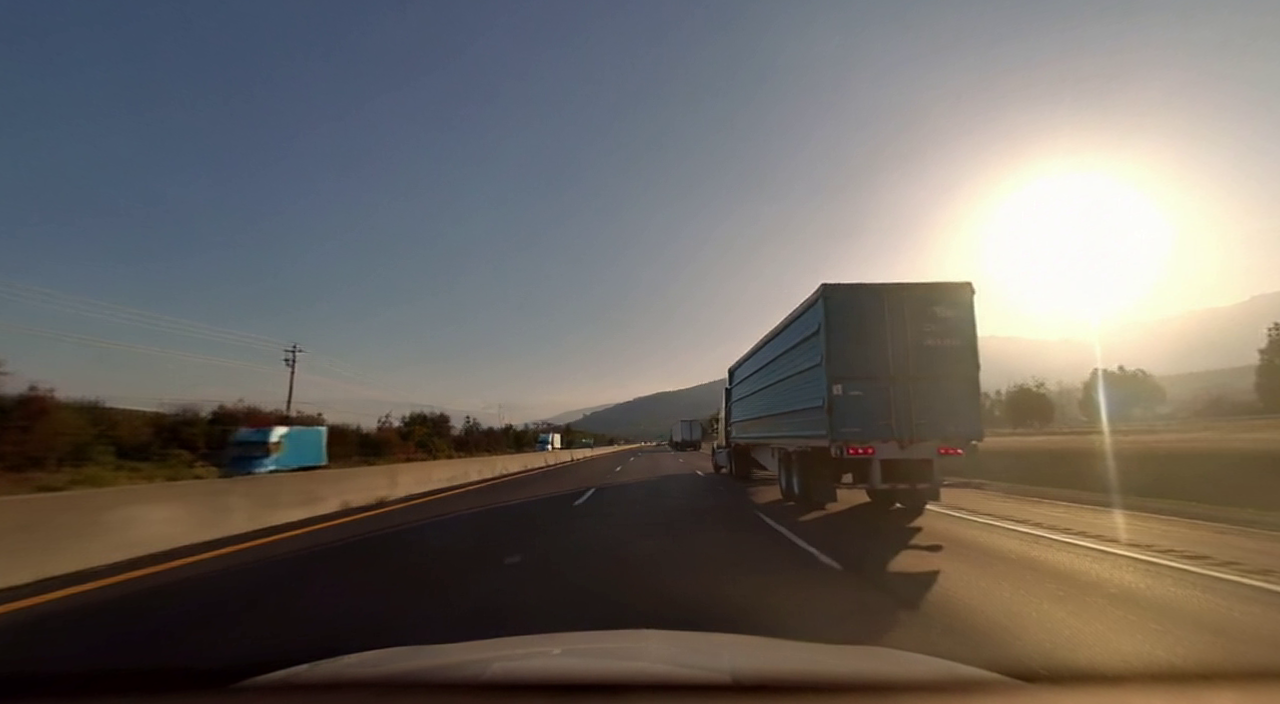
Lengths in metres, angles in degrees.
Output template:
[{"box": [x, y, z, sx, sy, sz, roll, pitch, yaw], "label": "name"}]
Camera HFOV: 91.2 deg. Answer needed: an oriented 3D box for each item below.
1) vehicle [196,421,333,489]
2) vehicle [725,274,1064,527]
[{"box": [-19.604, 5.434, 33.420, 2.652, 3.205, 7.070, 0, -8, 2], "label": "vehicle"}, {"box": [4.902, 1.778, 17.056, 3.485, 3.975, 14.489, 0, -8, 1], "label": "vehicle"}]
